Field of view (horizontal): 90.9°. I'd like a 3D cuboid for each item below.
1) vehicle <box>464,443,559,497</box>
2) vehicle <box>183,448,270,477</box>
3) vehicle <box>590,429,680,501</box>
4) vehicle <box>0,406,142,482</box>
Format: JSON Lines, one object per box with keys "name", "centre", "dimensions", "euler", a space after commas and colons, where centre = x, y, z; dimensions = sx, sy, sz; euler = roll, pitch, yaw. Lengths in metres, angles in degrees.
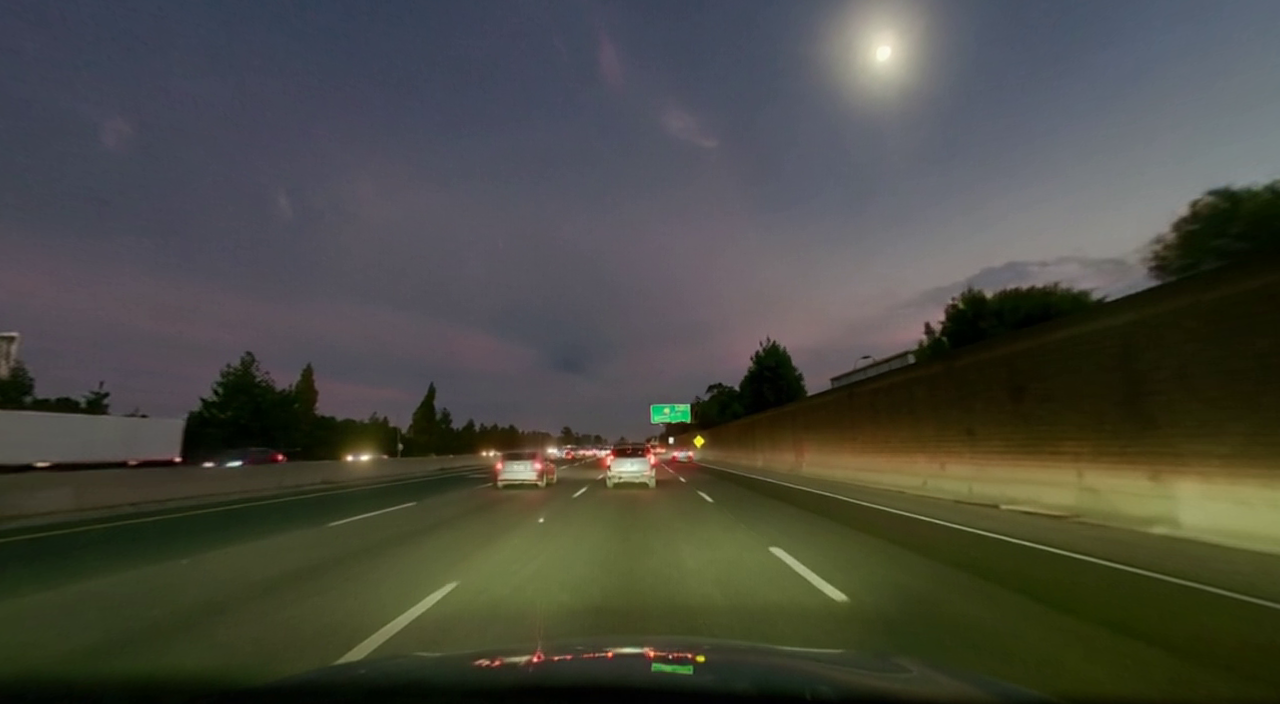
{"name": "vehicle", "centre": [-3.749, 3.519, 19.242], "dimensions": [1.967, 1.442, 4.143], "euler": [0, -9, 1]}
{"name": "vehicle", "centre": [-24.641, 6.600, 37.853], "dimensions": [1.937, 1.595, 4.750], "euler": [0, -9, 1]}
{"name": "vehicle", "centre": [-0.120, 3.157, 17.982], "dimensions": [2.233, 1.804, 4.273], "euler": [0, -9, 0]}
{"name": "vehicle", "centre": [-28.873, 4.467, 30.503], "dimensions": [2.736, 3.238, 8.017], "euler": [0, -9, 2]}
